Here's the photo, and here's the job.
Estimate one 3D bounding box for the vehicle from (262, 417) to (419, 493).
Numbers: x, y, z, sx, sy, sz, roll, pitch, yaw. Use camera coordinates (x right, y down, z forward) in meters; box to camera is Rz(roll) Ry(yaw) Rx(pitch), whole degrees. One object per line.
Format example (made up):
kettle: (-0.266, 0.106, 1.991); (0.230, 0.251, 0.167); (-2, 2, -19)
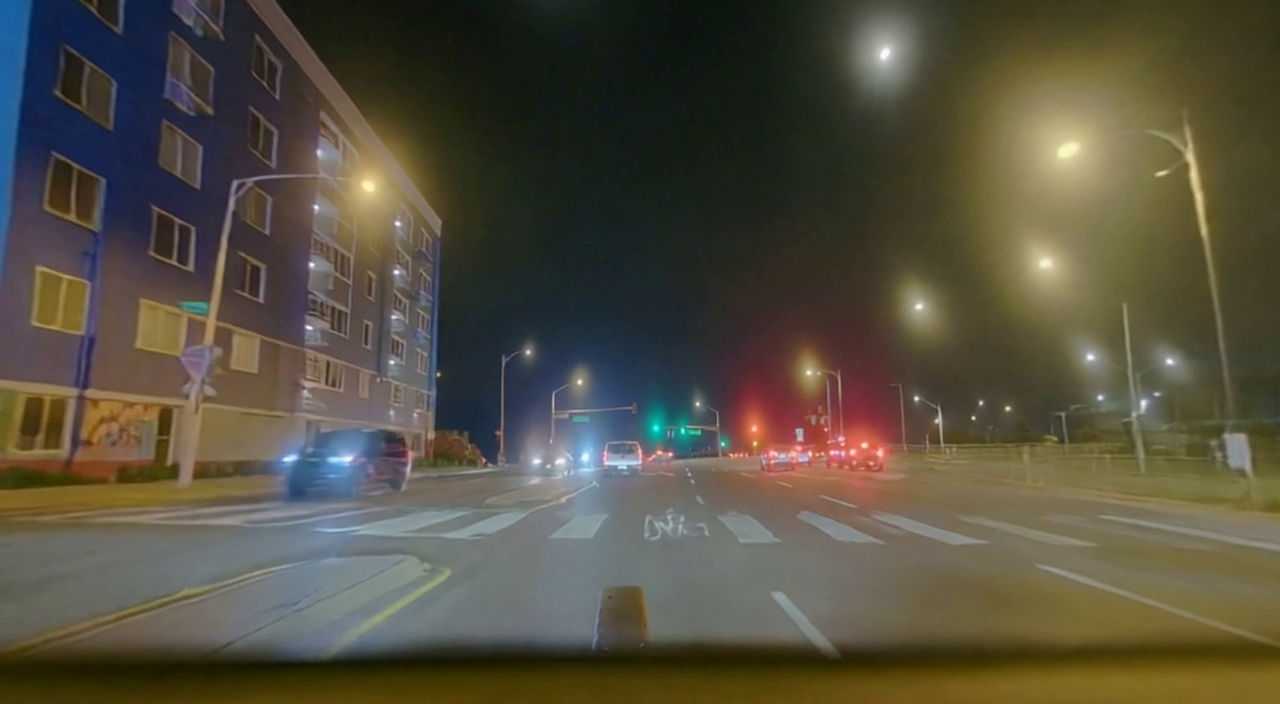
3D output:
vehicle: (-9.013, 3.164, 19.623); (2.393, 2.059, 4.739); (-1, -8, 2)

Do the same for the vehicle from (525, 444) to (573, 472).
vehicle: (-5.261, 6.164, 36.834); (1.973, 1.502, 4.275); (-1, -8, 3)

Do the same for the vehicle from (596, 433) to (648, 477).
vehicle: (-0.814, 4.561, 28.260); (2.160, 1.786, 4.702); (0, -8, -2)

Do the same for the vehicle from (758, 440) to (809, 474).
vehicle: (8.031, 5.896, 35.663); (1.952, 1.749, 4.311); (-1, -8, 2)
